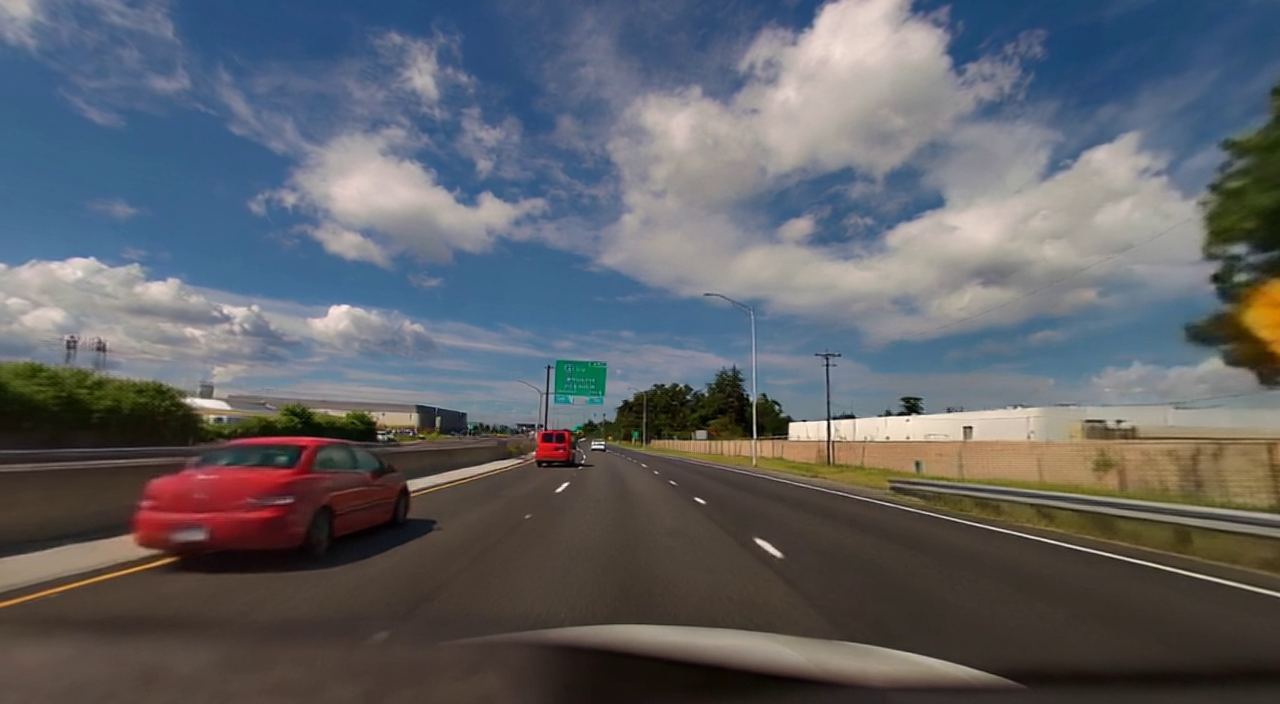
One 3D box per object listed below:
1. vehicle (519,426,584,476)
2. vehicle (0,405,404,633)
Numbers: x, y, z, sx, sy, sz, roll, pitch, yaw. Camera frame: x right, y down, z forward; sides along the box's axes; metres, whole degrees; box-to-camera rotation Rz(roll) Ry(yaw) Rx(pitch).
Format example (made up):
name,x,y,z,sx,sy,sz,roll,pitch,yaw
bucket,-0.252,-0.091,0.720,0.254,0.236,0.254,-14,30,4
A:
name,x,y,z,sx,sy,sz,roll,pitch,yaw
vehicle,-3.682,4.217,27.045,2.260,1.901,4.665,0,-8,-1
vehicle,-4.217,1.451,6.489,2.045,1.547,4.162,0,-8,-2
